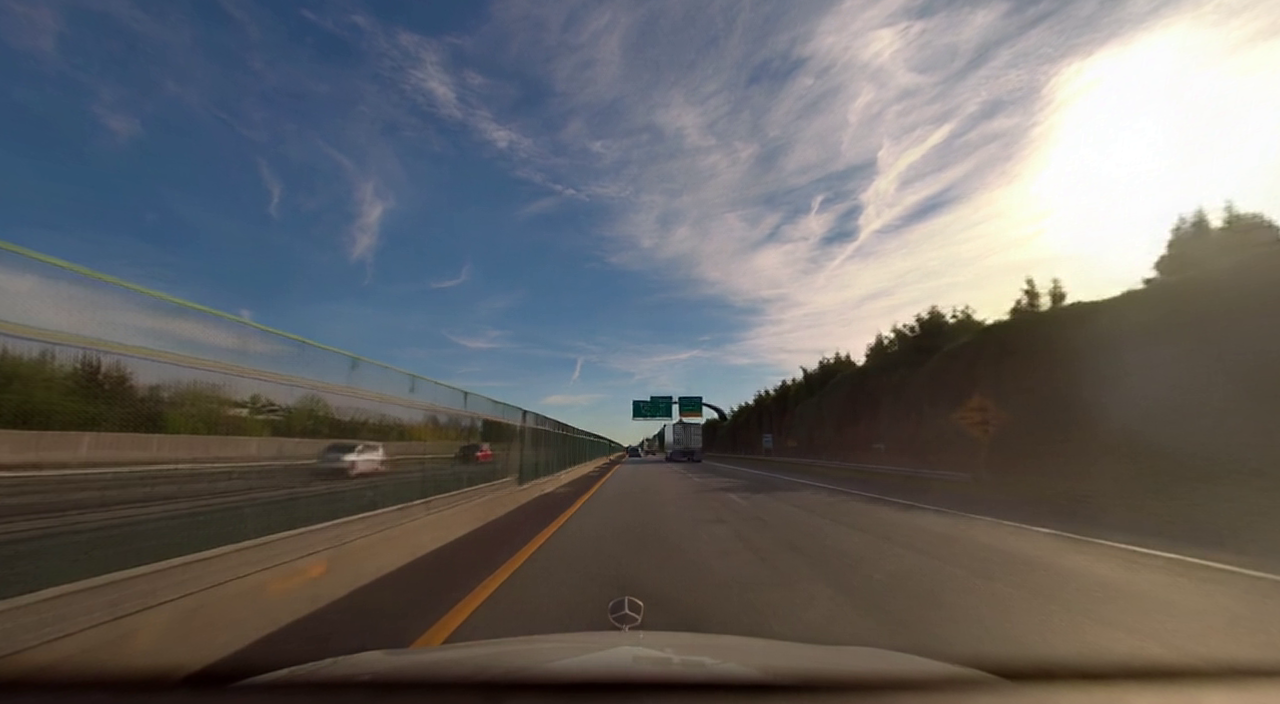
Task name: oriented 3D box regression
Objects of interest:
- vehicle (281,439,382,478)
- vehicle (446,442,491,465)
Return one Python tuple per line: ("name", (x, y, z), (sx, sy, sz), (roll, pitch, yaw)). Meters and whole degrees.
("vehicle", (-12.932, 4.491, 26.829), (1.890, 1.474, 4.672), (0, -9, 1))
("vehicle", (-12.217, 7.234, 45.158), (1.914, 1.562, 4.690), (0, -9, 0))
